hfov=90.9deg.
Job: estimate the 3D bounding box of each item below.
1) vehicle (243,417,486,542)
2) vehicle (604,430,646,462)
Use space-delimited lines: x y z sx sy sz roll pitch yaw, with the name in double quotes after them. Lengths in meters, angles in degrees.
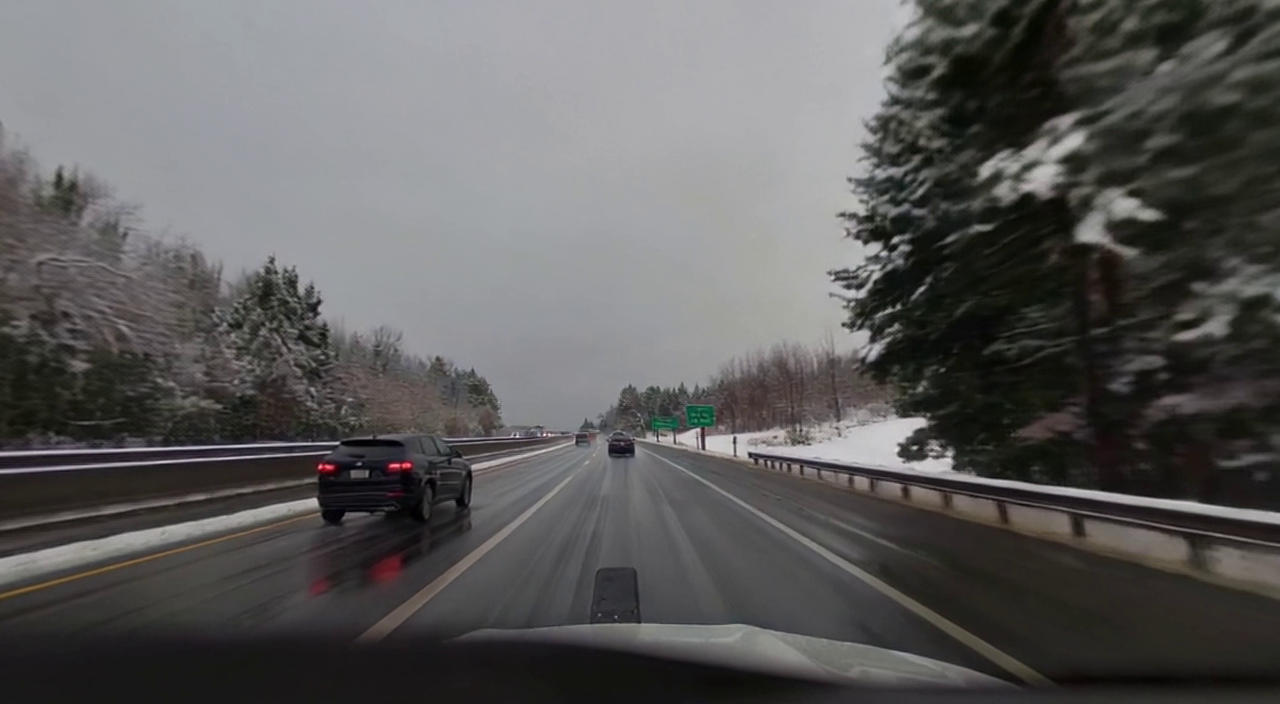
-3.909 1.856 9.925 1.975 1.518 4.242 0 -8 -1 "vehicle"
-0.809 5.061 34.078 2.162 1.616 4.242 0 -8 -2 "vehicle"
